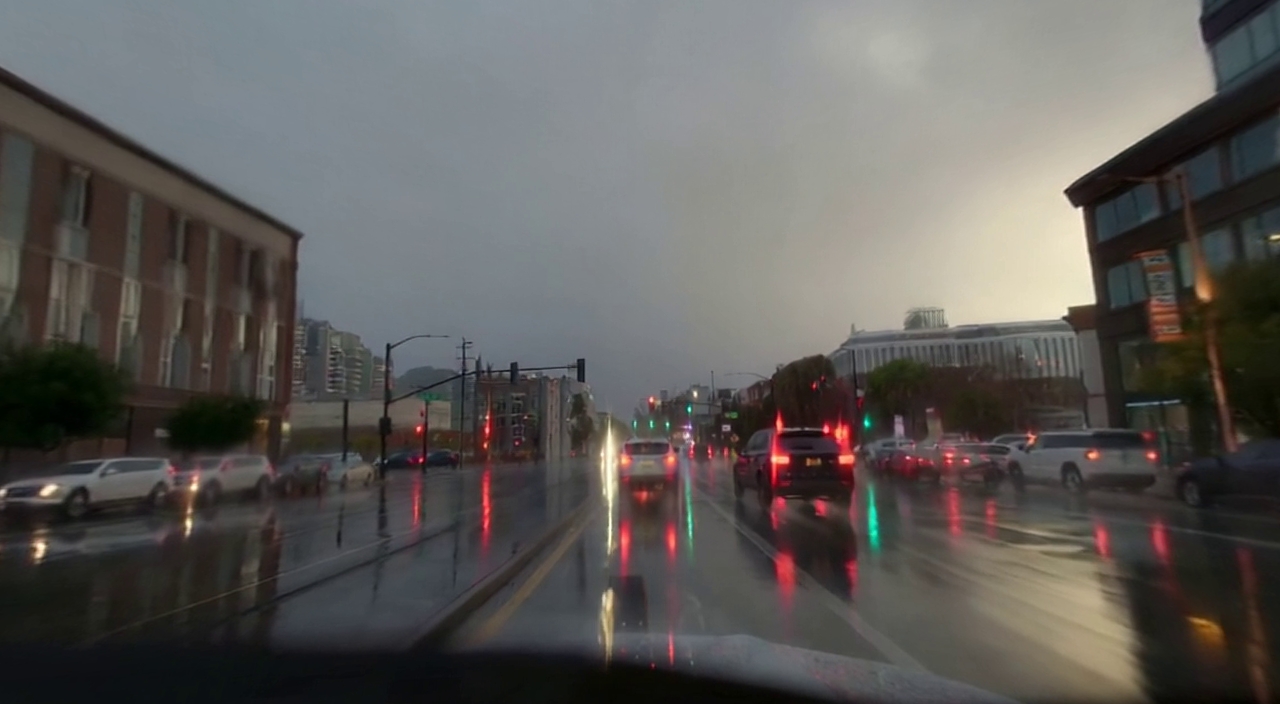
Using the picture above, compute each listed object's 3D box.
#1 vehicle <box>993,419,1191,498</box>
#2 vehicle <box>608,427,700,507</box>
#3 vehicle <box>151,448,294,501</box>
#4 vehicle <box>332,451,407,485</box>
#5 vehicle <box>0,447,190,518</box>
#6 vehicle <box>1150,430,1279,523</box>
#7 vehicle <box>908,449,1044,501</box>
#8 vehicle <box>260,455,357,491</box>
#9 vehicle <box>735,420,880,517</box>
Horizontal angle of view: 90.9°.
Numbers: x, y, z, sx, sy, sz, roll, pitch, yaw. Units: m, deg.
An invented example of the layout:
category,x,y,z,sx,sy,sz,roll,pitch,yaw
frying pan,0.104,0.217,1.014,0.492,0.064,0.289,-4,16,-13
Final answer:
category,x,y,z,sx,sy,sz,roll,pitch,yaw
vehicle,14.119,3.414,20.329,2.172,2.060,5.546,-4,-10,1
vehicle,0.314,3.033,17.162,2.157,1.863,4.665,0,-8,0
vehicle,-15.326,4.481,23.602,1.825,1.685,5.220,1,-8,-1
vehicle,-15.206,6.525,35.811,2.096,1.416,4.885,1,-6,1
vehicle,-15.394,3.584,17.961,1.698,1.466,4.713,1,-6,0
vehicle,13.909,2.560,13.134,2.151,1.833,5.323,-1,-10,1
vehicle,10.469,3.828,20.109,1.863,1.426,4.494,0,-8,0
vehicle,-15.187,5.537,29.267,1.792,1.429,5.161,0,-9,-1
vehicle,3.751,2.706,15.303,2.115,1.932,5.189,0,-8,0
